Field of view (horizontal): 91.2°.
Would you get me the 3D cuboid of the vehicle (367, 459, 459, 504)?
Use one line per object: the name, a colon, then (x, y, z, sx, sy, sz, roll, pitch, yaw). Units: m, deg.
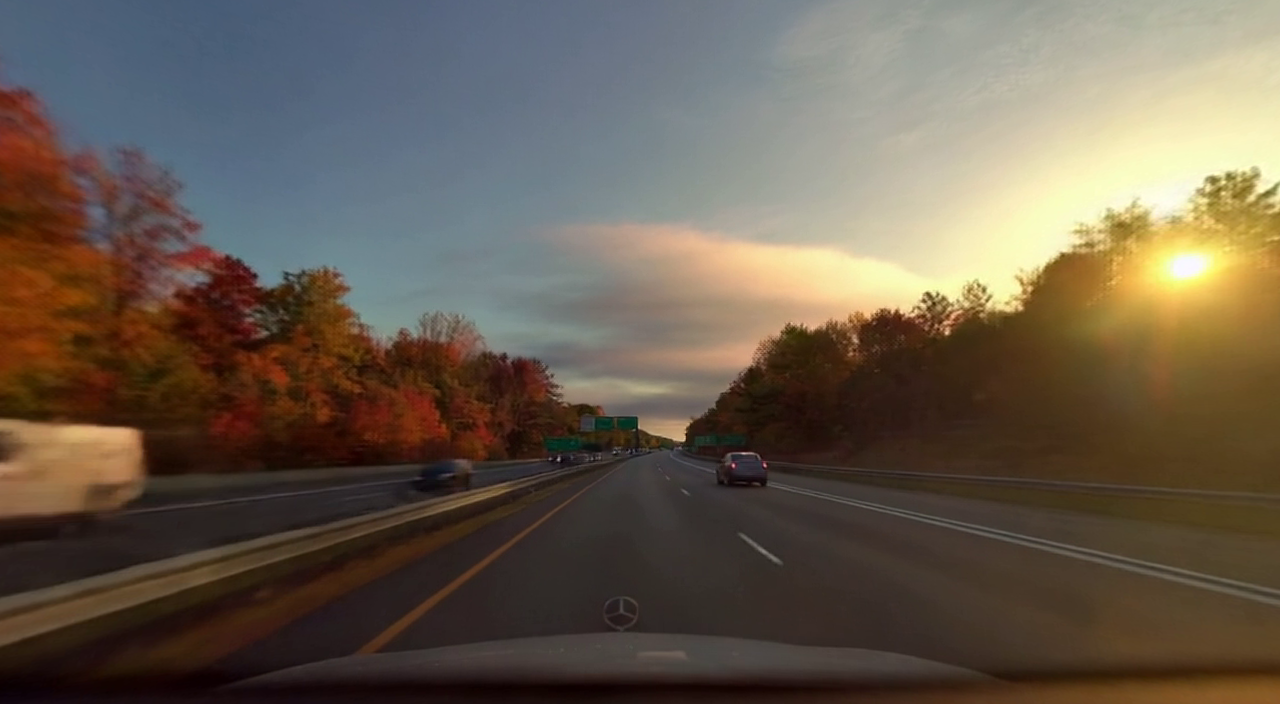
vehicle: (-8.629, 4.935, 24.283, 1.911, 1.493, 4.427, 0, -9, 0)

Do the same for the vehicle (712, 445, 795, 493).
vehicle: (4.028, 4.238, 23.050, 2.070, 1.546, 4.648, 0, -9, -1)

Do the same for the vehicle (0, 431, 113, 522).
vehicle: (-12.981, 2.373, 11.921, 1.988, 1.689, 4.482, 0, -9, 0)
